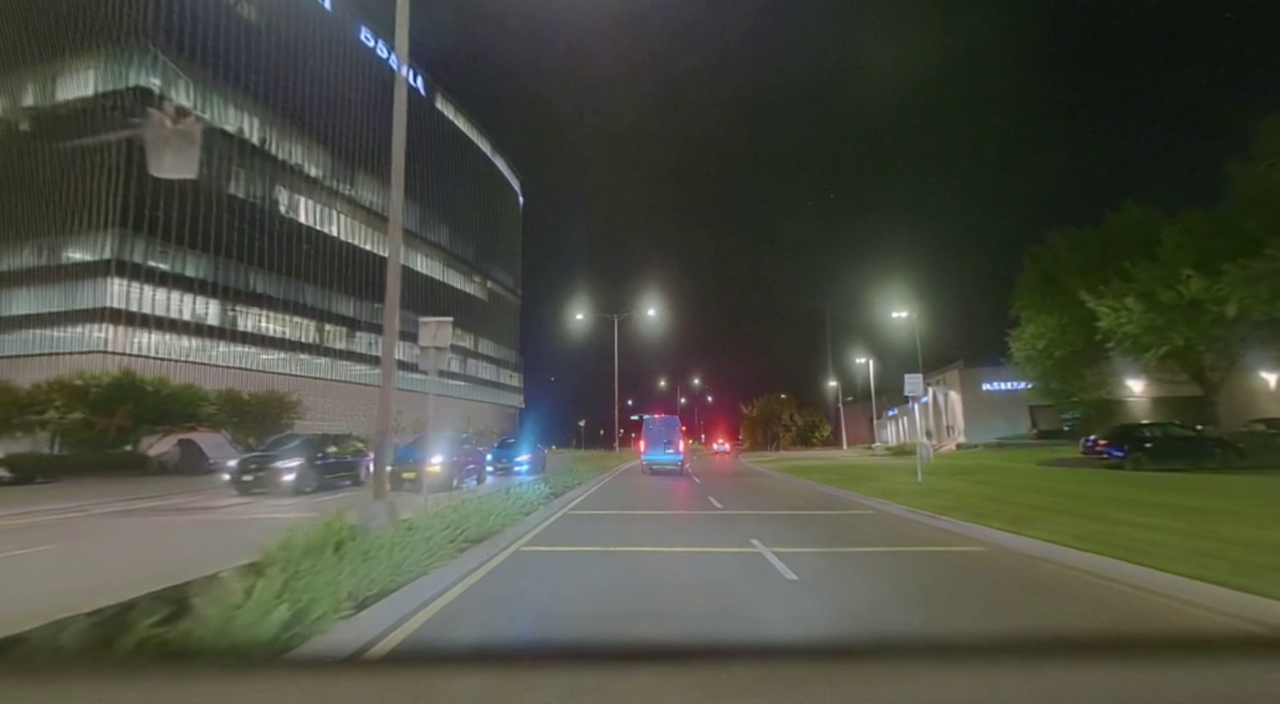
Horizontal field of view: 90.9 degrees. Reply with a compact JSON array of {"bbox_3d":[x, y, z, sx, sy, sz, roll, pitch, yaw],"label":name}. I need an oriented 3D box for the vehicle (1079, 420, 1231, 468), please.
[{"bbox_3d":[16.869,3.059,20.925,1.759,1.433,3.862,-1,-9,1],"label":"vehicle"}]

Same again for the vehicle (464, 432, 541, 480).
[{"bbox_3d":[-5.232,4.053,24.580,1.935,1.633,4.247,-2,-9,2],"label":"vehicle"}]

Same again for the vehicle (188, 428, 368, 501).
[{"bbox_3d":[-9.096,2.882,16.398,1.891,1.575,4.559,-2,-9,1],"label":"vehicle"}]

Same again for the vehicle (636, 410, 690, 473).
[{"bbox_3d":[1.230,4.429,31.319,2.435,2.816,5.232,0,-8,4],"label":"vehicle"}]

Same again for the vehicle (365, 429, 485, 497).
[{"bbox_3d":[-5.589,2.948,16.895,1.893,1.587,3.595,-1,-9,1],"label":"vehicle"}]
